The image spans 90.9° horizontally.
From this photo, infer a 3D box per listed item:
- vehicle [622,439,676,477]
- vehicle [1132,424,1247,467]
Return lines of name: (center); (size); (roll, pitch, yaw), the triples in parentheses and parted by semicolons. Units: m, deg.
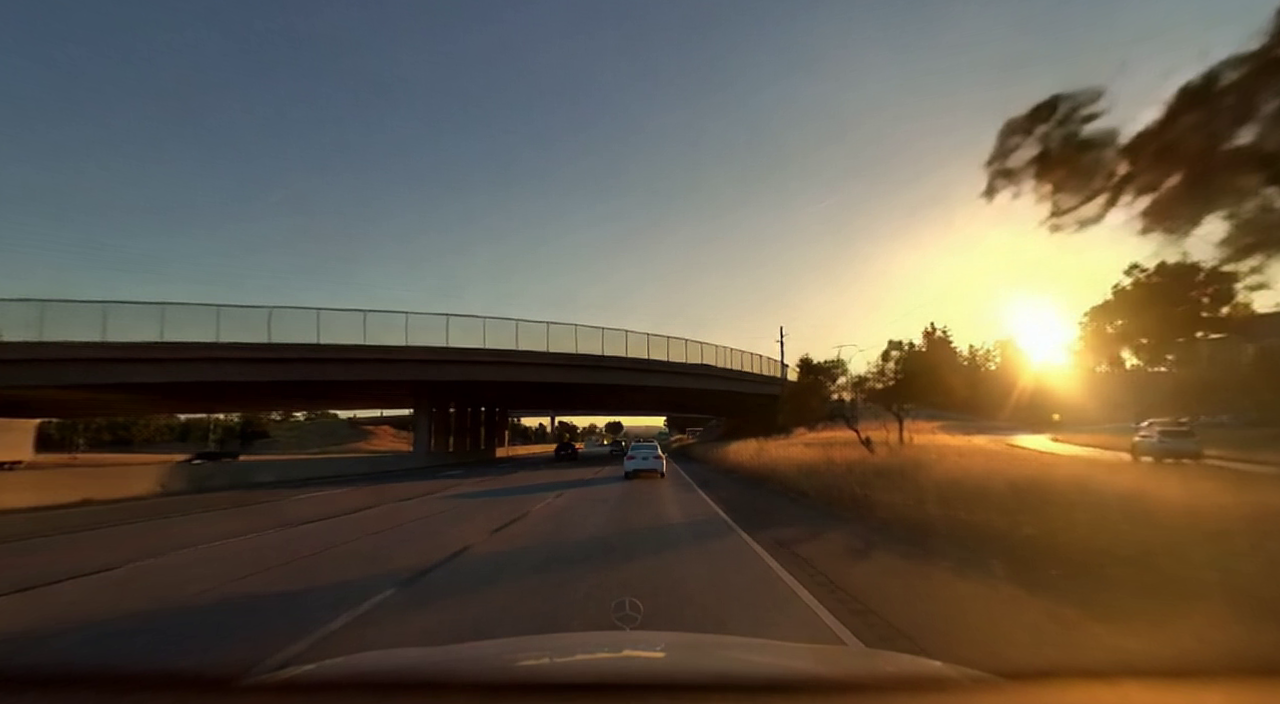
vehicle: (0.365, 4.552, 27.298); (2.145, 1.493, 4.146); (0, -9, 0)
vehicle: (24.188, 4.147, 28.035); (2.095, 1.674, 4.530); (-1, -9, 17)
